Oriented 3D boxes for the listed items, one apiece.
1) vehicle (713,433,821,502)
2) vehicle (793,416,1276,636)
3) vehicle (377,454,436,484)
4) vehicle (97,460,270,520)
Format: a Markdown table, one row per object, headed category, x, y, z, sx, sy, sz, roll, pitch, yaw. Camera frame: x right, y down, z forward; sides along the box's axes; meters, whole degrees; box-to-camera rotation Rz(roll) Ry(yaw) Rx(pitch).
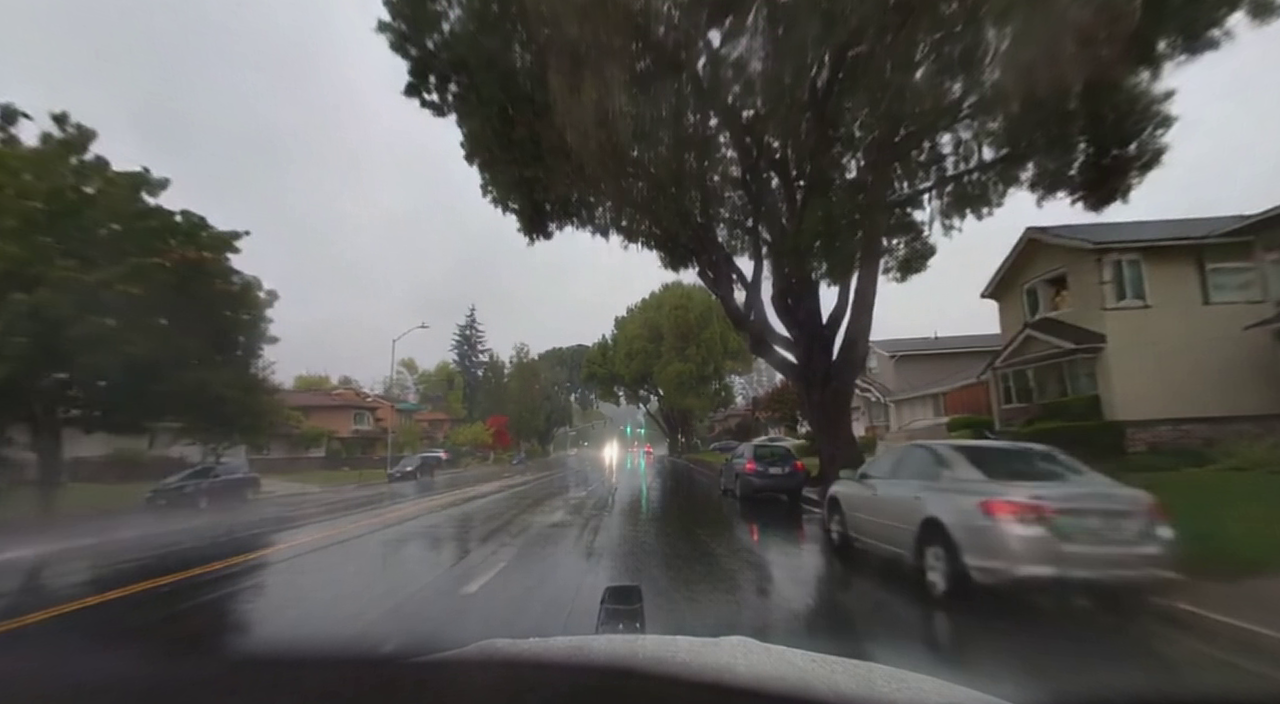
| category | x | y | z | sx | sy | sz | roll | pitch | yaw |
| --- | --- | --- | --- | --- | --- | --- | --- | --- | --- |
| vehicle | 3.414 | 3.228 | 17.980 | 2.078 | 1.679 | 4.562 | 0 | -9 | -1 |
| vehicle | 3.468 | 1.648 | 7.209 | 2.034 | 1.551 | 5.272 | 0 | -9 | -1 |
| vehicle | -13.914 | 6.936 | 37.886 | 1.876 | 1.495 | 4.647 | -4 | -9 | -2 |
| vehicle | -13.814 | 4.159 | 19.573 | 2.021 | 1.513 | 4.568 | 0 | -9 | -1 |
